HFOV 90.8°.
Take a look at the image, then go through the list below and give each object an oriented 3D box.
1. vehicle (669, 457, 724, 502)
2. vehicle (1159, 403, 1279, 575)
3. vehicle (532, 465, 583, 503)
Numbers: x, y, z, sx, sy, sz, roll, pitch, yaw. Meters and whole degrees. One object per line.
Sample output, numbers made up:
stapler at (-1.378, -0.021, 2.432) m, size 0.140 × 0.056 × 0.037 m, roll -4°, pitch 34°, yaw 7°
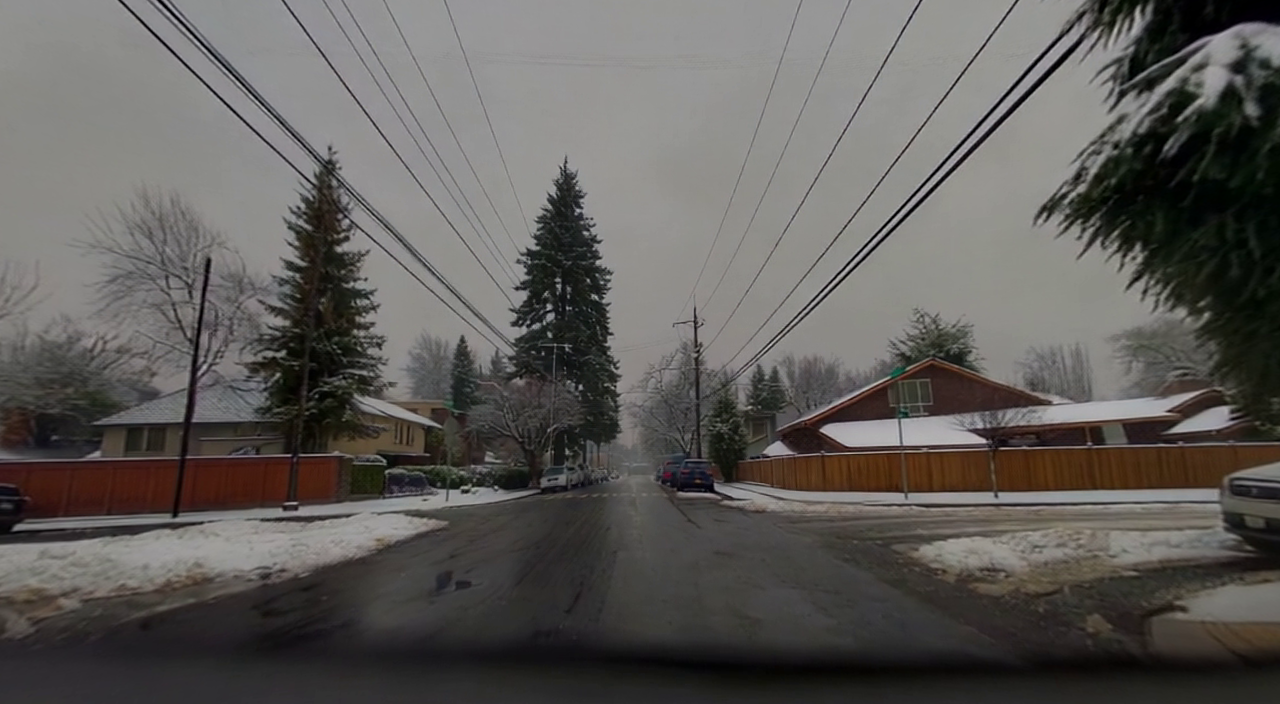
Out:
vehicle at (2.582, 5.981, 30.086) m, size 2.051 × 1.874 × 4.459 m, roll 0°, pitch -8°, yaw -2°
vehicle at (9.695, 1.623, 7.610) m, size 4.677 × 1.949 × 2.334 m, roll -1°, pitch -8°, yaw 3°
vehicle at (-4.309, 6.951, 33.636) m, size 2.189 × 1.771 × 4.571 m, roll 0°, pitch -10°, yaw -1°
